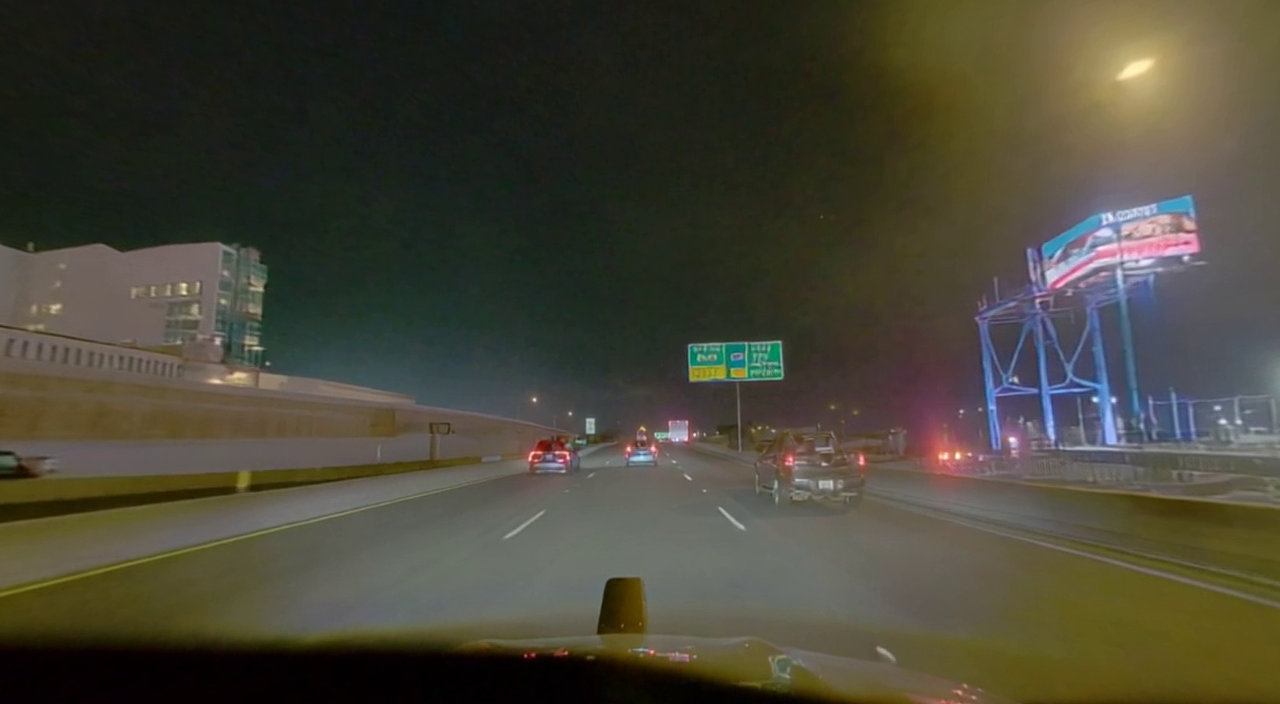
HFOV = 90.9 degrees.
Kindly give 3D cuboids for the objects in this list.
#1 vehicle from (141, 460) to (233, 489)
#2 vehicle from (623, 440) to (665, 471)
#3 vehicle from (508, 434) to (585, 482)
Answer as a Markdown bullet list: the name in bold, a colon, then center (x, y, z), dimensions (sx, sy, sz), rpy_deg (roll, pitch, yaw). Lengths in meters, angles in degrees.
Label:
- **vehicle**: center (-35.259, 9.535, 49.380), dimensions (2.649, 1.971, 5.971), rpy_deg (0, -8, 1)
- **vehicle**: center (0.175, 4.922, 30.288), dimensions (1.877, 1.386, 3.872), rpy_deg (0, -8, 0)
- **vehicle**: center (-3.329, 3.896, 23.385), dimensions (2.064, 1.589, 4.213), rpy_deg (0, -8, 2)
